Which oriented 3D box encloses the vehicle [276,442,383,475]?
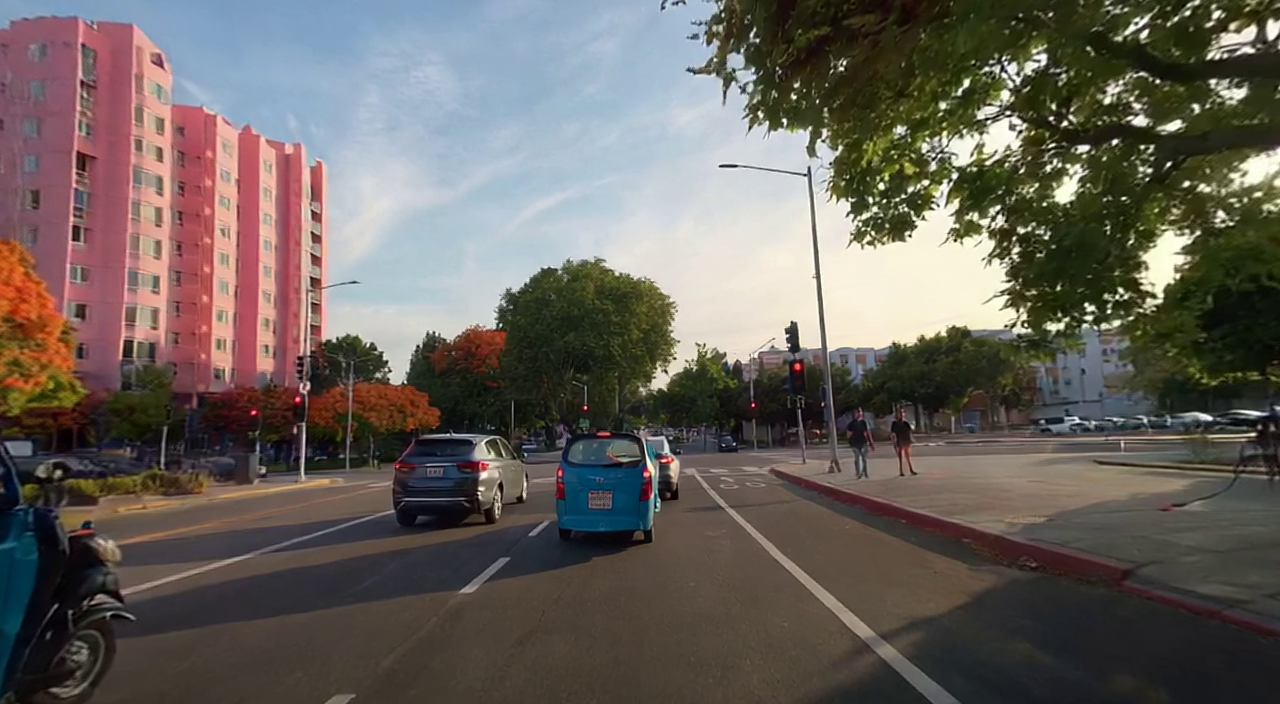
[{"bbox_3d":[-18.196,6.248,37.090,5.226,1.840,2.016,-1,-9,2],"label":"vehicle"}]

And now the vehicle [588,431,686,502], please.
[{"bbox_3d":[-0.034,2.681,15.124,2.025,1.458,4.085,0,-9,1],"label":"vehicle"}]

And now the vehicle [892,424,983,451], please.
[{"bbox_3d":[17.689,5.124,37.507,4.661,1.456,1.862,-5,-10,31],"label":"vehicle"}]

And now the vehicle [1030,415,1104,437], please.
[{"bbox_3d":[30.907,5.421,45.657,1.751,1.420,4.027,7,-11,-42],"label":"vehicle"}]

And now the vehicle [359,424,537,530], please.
[{"bbox_3d":[-3.295,2.231,11.773,1.935,1.615,4.073,-1,-9,2],"label":"vehicle"}]

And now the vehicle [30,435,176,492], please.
[{"bbox_3d":[-28.803,5.954,33.977,5.890,2.393,2.346,-5,-7,0],"label":"vehicle"}]

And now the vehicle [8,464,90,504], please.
[{"bbox_3d":[-24.196,5.364,25.911,1.495,1.345,3.336,3,-8,-27],"label":"vehicle"}]
